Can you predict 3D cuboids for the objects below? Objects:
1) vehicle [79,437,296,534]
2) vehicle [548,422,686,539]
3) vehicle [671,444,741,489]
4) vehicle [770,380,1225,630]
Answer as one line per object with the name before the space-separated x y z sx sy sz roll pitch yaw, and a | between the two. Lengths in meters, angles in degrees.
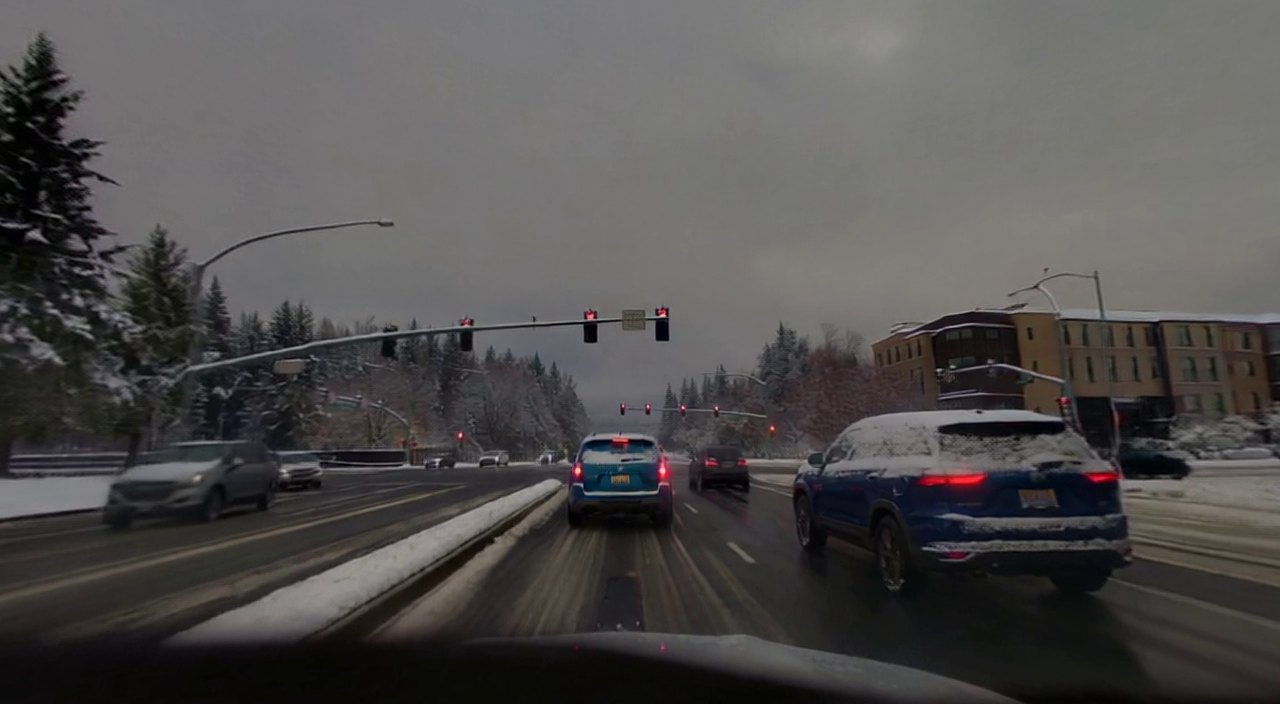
vehicle | -10.643 3.106 15.503 2.354 1.949 4.905 2 -9 -11
vehicle | -0.391 2.208 11.450 2.039 1.698 4.144 0 -9 -2
vehicle | 2.312 4.145 23.265 1.900 1.459 4.260 0 -9 -3
vehicle | 3.072 1.432 6.859 2.228 1.798 4.370 0 -9 -2
